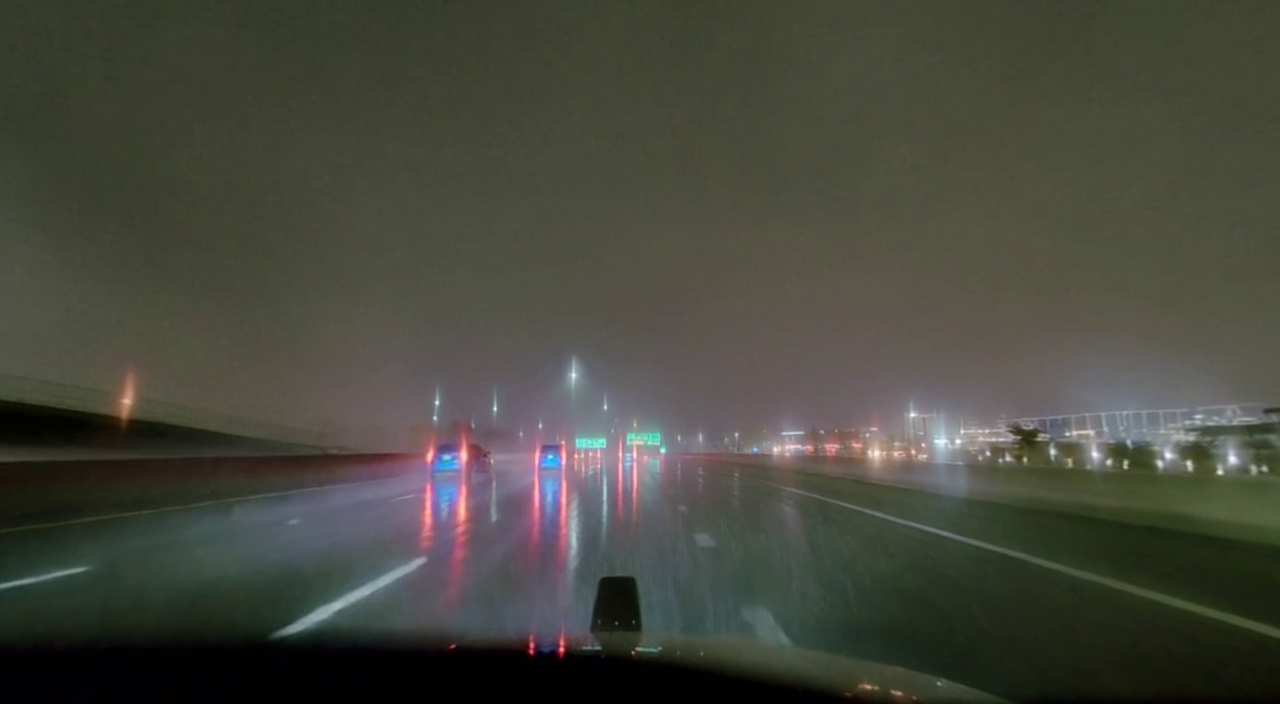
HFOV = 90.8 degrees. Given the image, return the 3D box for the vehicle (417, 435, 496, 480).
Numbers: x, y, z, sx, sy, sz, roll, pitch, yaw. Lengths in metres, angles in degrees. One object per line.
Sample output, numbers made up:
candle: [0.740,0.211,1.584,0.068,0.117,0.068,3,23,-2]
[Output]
vehicle: [-8.042,4.675,28.238,2.040,1.824,4.917,0,-9,0]

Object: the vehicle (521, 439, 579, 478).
vehicle: [-4.173,4.993,29.908,2.075,1.702,4.257,0,-9,0]
